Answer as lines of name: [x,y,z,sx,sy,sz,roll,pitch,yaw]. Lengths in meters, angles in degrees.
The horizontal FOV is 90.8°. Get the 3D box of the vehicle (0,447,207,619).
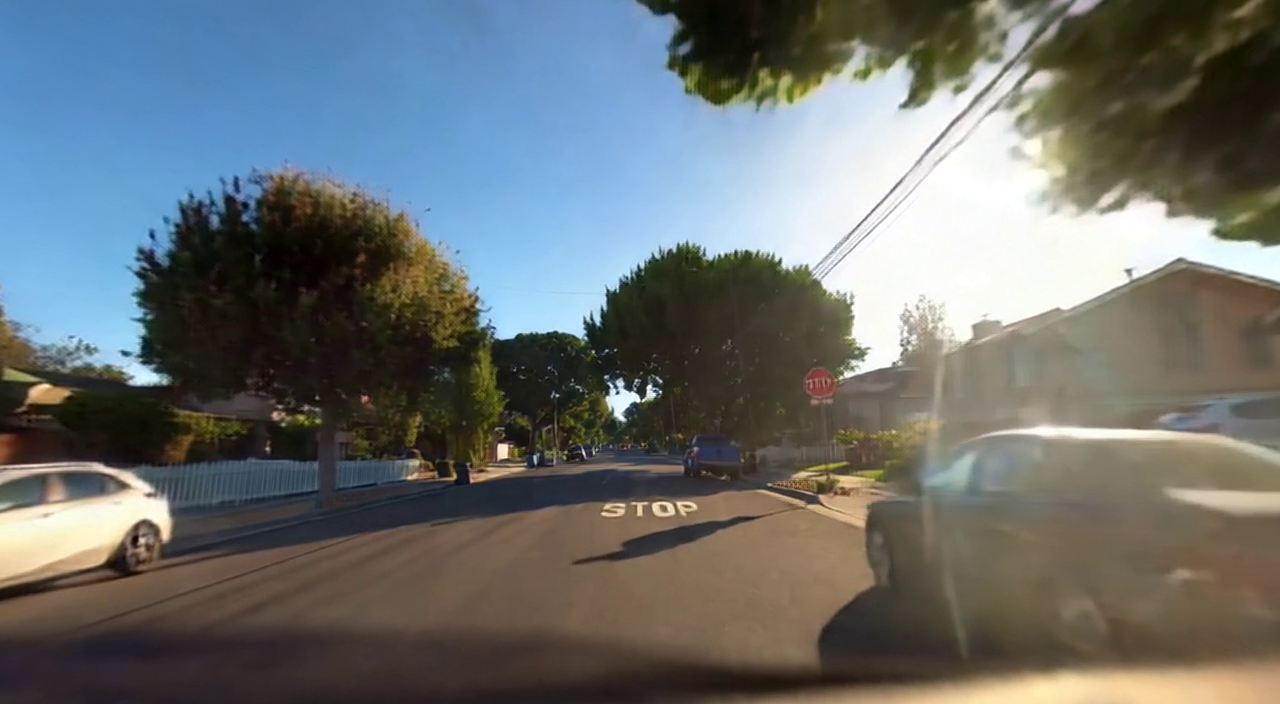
vehicle: [-7.162,1.835,6.740,2.125,1.623,4.207,0,-9,-1]

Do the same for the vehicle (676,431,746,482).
vehicle: [2.701,4.144,25.269,2.126,1.795,4.751,0,-9,-1]

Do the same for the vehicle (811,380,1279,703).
vehicle: [2.966,1.180,4.293,2.185,1.513,4.524,0,-9,-2]
